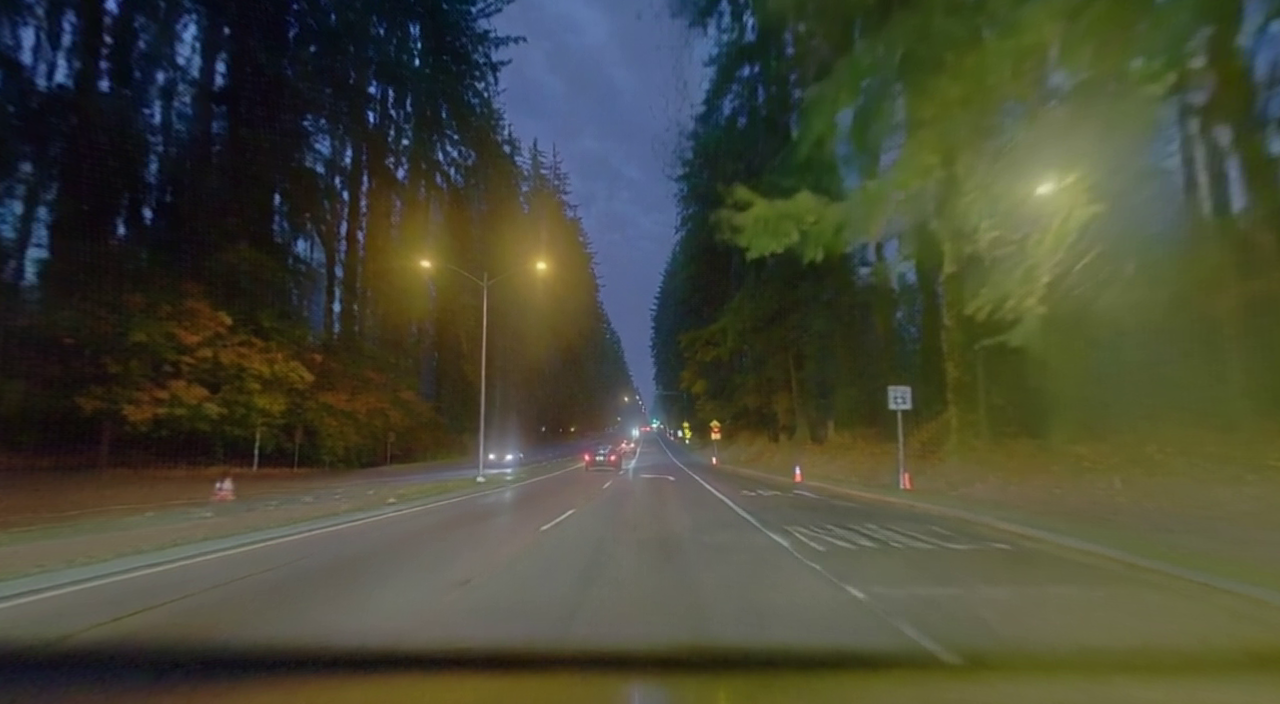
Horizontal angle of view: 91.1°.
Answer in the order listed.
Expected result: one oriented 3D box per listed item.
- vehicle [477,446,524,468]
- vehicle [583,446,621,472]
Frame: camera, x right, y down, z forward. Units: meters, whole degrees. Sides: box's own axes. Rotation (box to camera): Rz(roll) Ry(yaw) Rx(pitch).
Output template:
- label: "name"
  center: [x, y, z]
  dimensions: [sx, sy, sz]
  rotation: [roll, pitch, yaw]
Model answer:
- label: "vehicle"
  center: [-9.653, 7.275, 43.716]
  dimensions: [1.953, 1.471, 4.670]
  rotation: [-1, -9, 4]
- label: "vehicle"
  center: [-2.307, 6.650, 39.293]
  dimensions: [2.029, 1.511, 3.922]
  rotation: [0, -9, 2]
